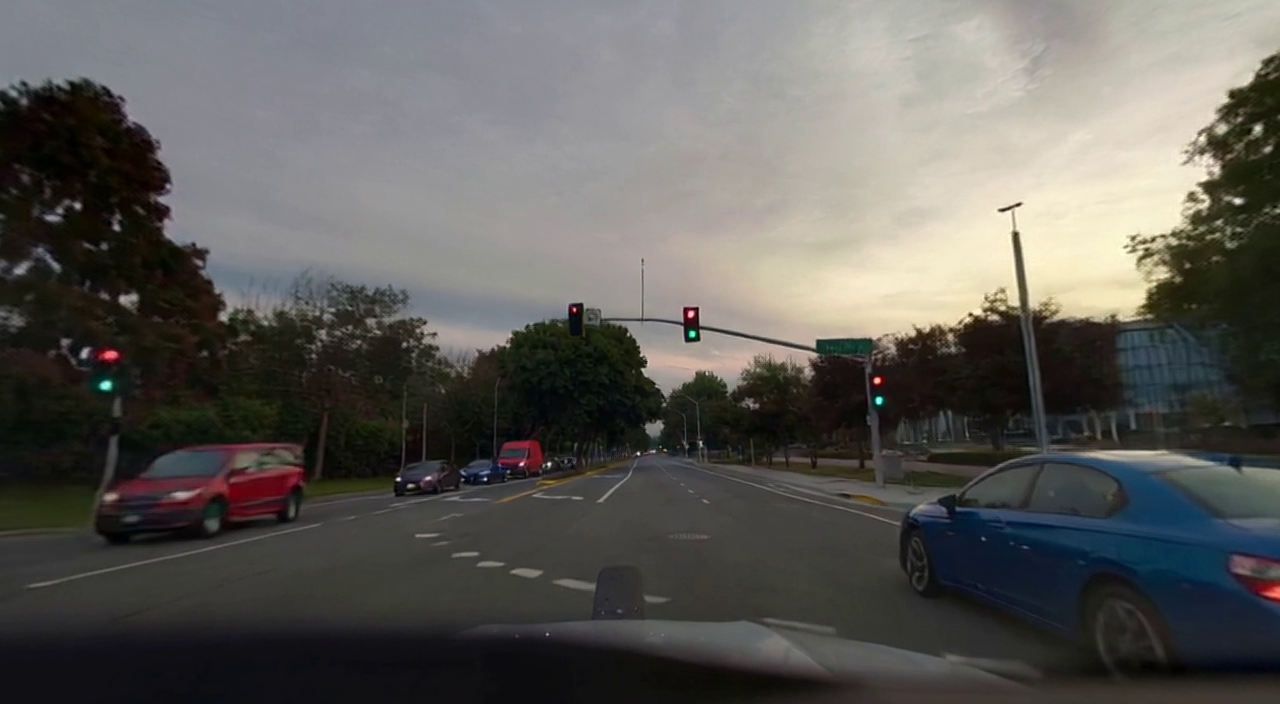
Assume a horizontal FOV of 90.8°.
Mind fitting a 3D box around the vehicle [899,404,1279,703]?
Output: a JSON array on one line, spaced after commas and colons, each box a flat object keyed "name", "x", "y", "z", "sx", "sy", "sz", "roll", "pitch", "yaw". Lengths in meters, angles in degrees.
[{"name": "vehicle", "x": 3.938, "y": 1.302, "z": 4.592, "sx": 2.129, "sy": 1.581, "sz": 4.780, "roll": 0, "pitch": -9, "yaw": 1}]

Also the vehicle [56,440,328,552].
[{"name": "vehicle", "x": -8.823, "y": 2.822, "z": 13.182, "sx": 2.130, "sy": 1.874, "sz": 4.691, "roll": 0, "pitch": -9, "yaw": 1}]

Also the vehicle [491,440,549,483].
[{"name": "vehicle", "x": -8.256, "y": 7.572, "z": 44.226, "sx": 2.617, "sy": 2.736, "sz": 6.621, "roll": -1, "pitch": -9, "yaw": 1}]

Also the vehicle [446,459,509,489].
[{"name": "vehicle", "x": -8.747, "y": 6.618, "z": 34.538, "sx": 2.190, "sy": 1.455, "sz": 4.516, "roll": 0, "pitch": -9, "yaw": 1}]

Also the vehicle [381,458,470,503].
[{"name": "vehicle", "x": -8.236, "y": 4.952, "z": 24.737, "sx": 1.906, "sy": 1.468, "sz": 4.686, "roll": 0, "pitch": -9, "yaw": -1}]
